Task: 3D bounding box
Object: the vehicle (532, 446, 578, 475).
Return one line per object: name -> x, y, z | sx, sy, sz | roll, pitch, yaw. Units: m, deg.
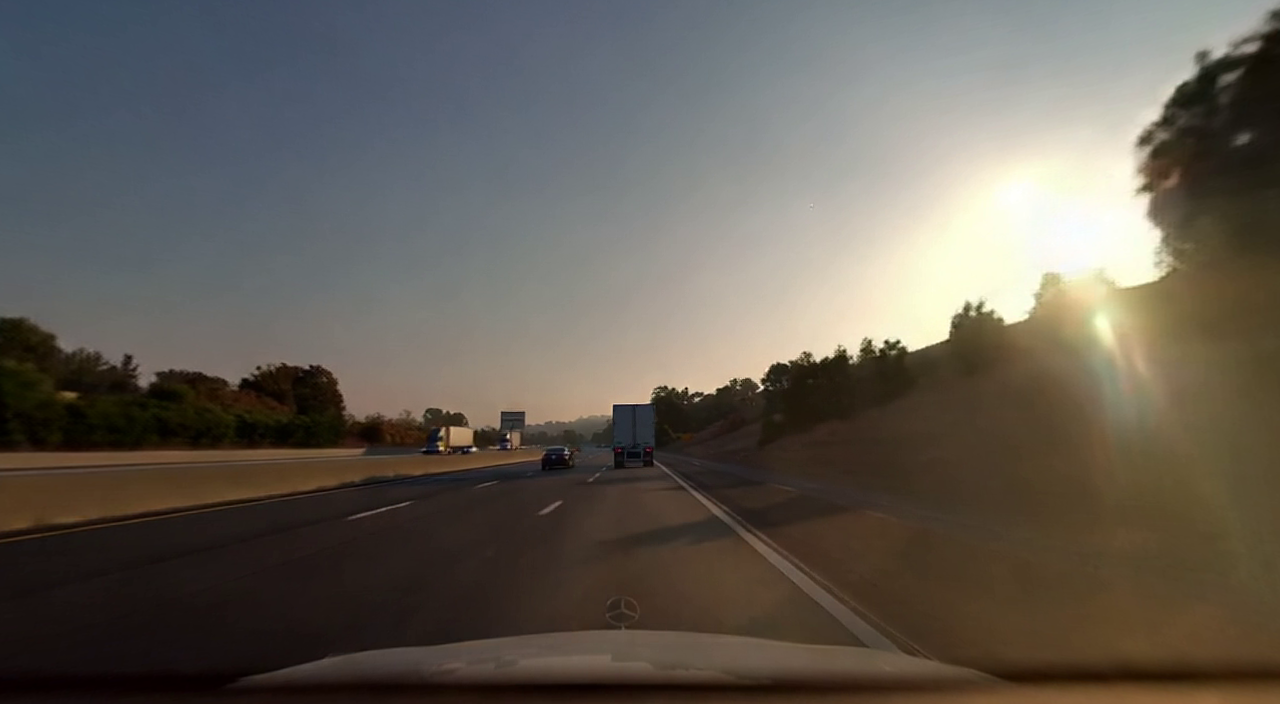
vehicle -> -4.654, 5.974, 35.109 | 1.892, 1.471, 5.047 | 0, -9, -1
